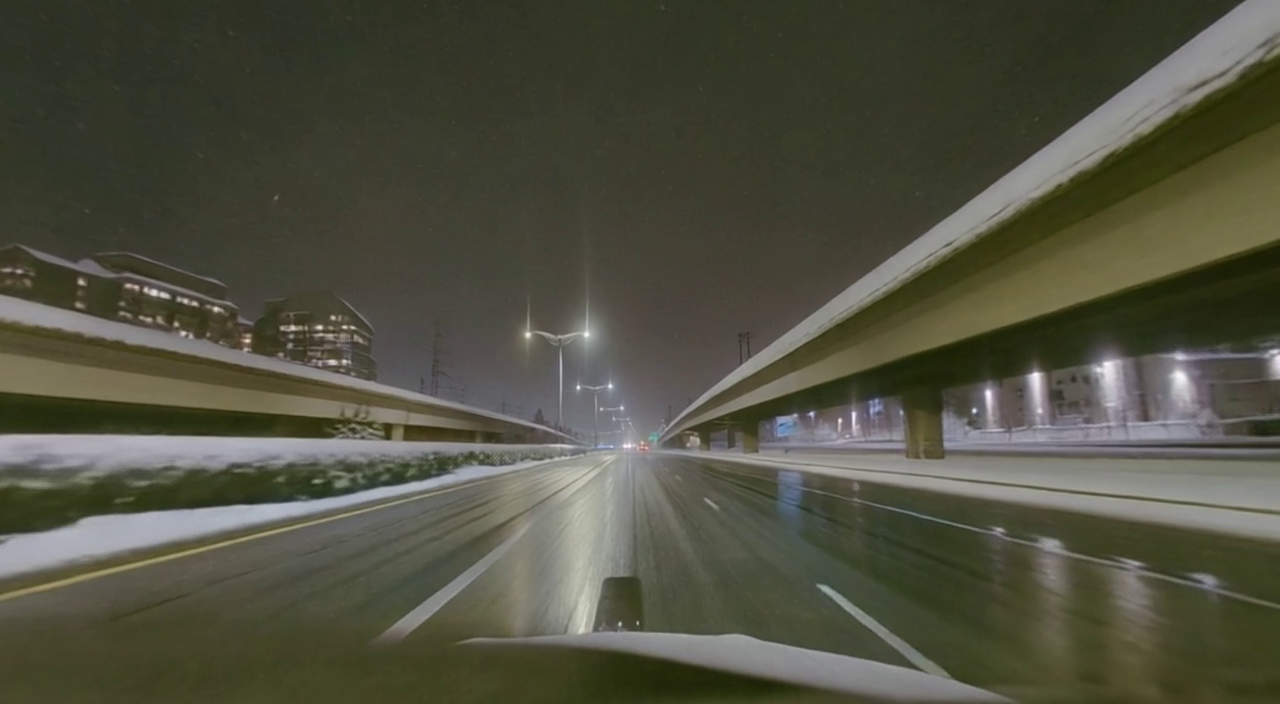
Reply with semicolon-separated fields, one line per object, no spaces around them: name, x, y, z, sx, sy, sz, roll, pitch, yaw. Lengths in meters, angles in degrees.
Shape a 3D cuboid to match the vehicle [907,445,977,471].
vehicle;18.569;6.525;39.134;2.059;1.457;4.537;0;-8;0
